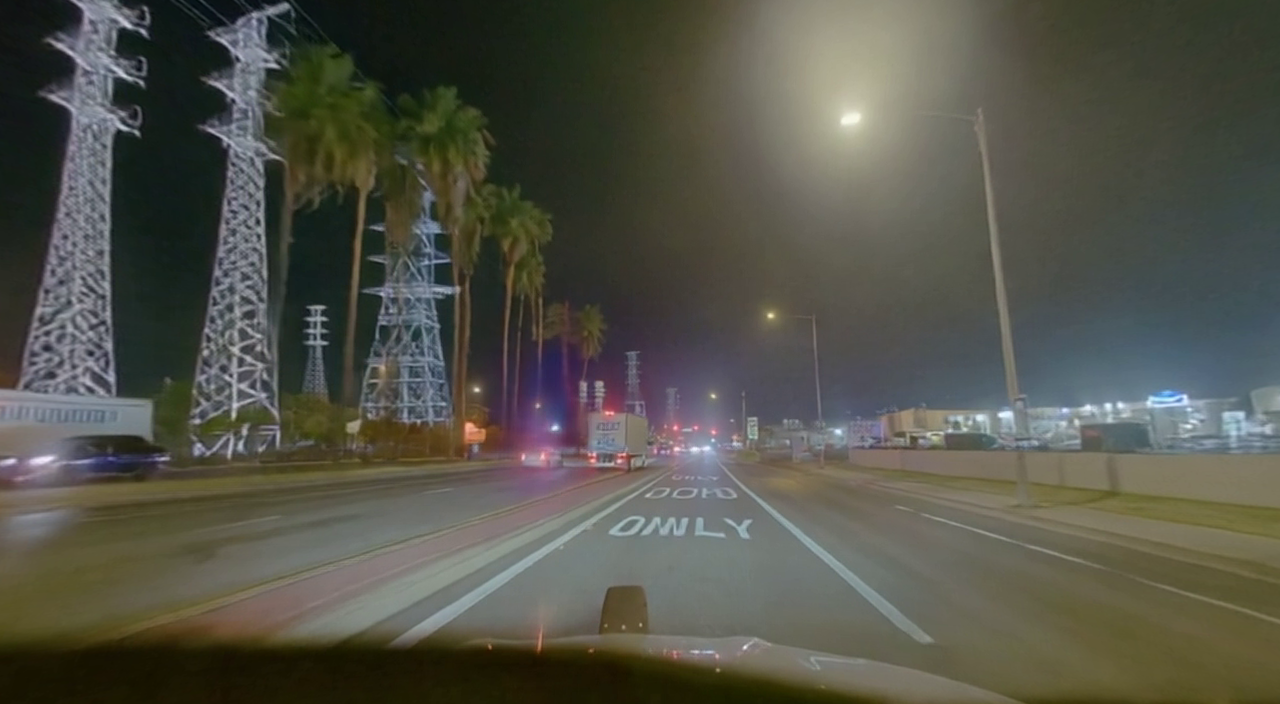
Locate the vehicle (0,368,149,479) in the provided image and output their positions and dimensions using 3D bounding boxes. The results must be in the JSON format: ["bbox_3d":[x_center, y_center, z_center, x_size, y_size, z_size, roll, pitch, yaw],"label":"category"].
[{"bbox_3d":[-23.347,2.604,22.140,2.907,3.760,11.193,-4,-8,3],"label":"vehicle"}]

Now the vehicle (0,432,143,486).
[{"bbox_3d":[-19.834,3.596,21.637,1.751,1.639,4.434,-2,-7,4],"label":"vehicle"}]
